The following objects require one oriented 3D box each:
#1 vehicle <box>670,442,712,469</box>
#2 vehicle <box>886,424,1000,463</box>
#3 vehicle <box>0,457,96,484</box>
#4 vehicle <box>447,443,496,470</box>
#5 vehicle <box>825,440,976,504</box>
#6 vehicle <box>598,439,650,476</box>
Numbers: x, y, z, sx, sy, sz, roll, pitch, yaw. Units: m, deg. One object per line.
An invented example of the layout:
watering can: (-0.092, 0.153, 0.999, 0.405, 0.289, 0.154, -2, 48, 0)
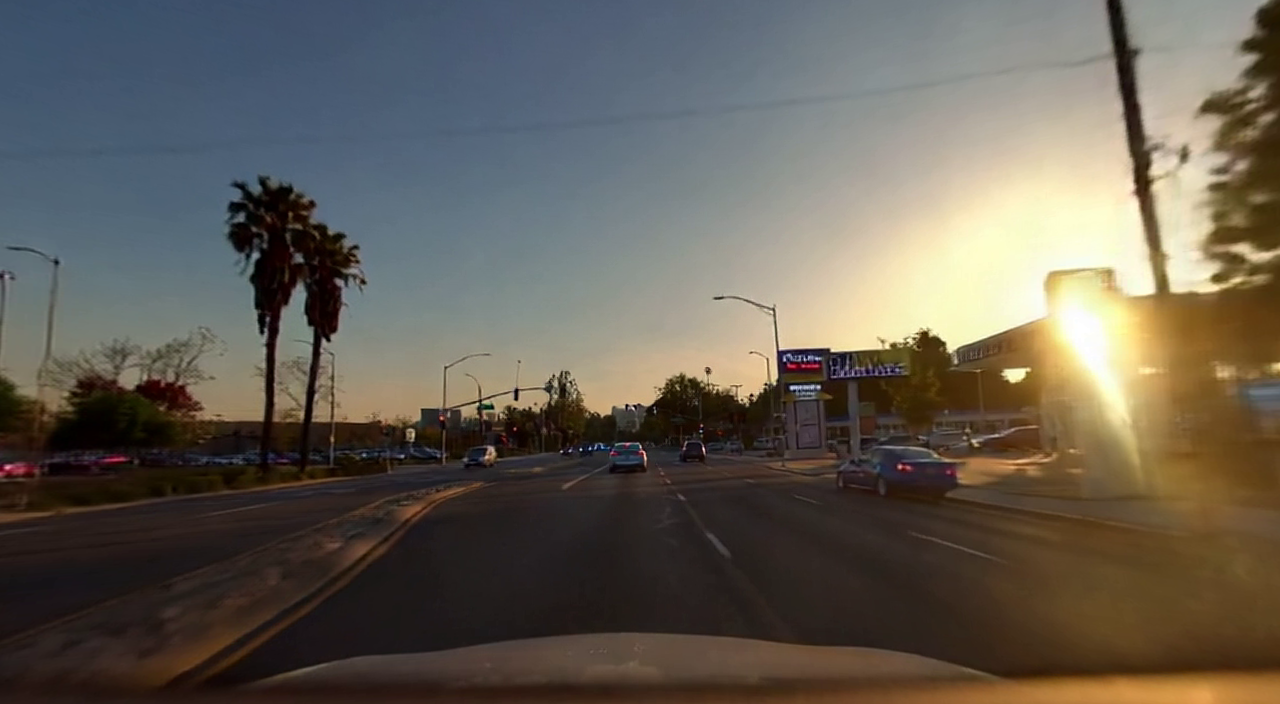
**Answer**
vehicle: (2.969, 6.117, 37.521, 2.060, 1.471, 4.168, 0, -9, -1)
vehicle: (16.216, 4.988, 34.260, 2.172, 1.855, 5.526, 2, -9, -19)
vehicle: (-35.126, 6.919, 37.118, 4.613, 1.477, 1.927, 0, -9, 0)
vehicle: (-11.708, 7.296, 44.273, 2.098, 1.766, 4.787, 0, -9, 0)
vehicle: (6.772, 3.163, 17.174, 1.922, 1.461, 4.868, 0, -9, -1)
vehicle: (-0.688, 4.729, 28.492, 2.160, 1.508, 4.319, 0, -9, -1)
